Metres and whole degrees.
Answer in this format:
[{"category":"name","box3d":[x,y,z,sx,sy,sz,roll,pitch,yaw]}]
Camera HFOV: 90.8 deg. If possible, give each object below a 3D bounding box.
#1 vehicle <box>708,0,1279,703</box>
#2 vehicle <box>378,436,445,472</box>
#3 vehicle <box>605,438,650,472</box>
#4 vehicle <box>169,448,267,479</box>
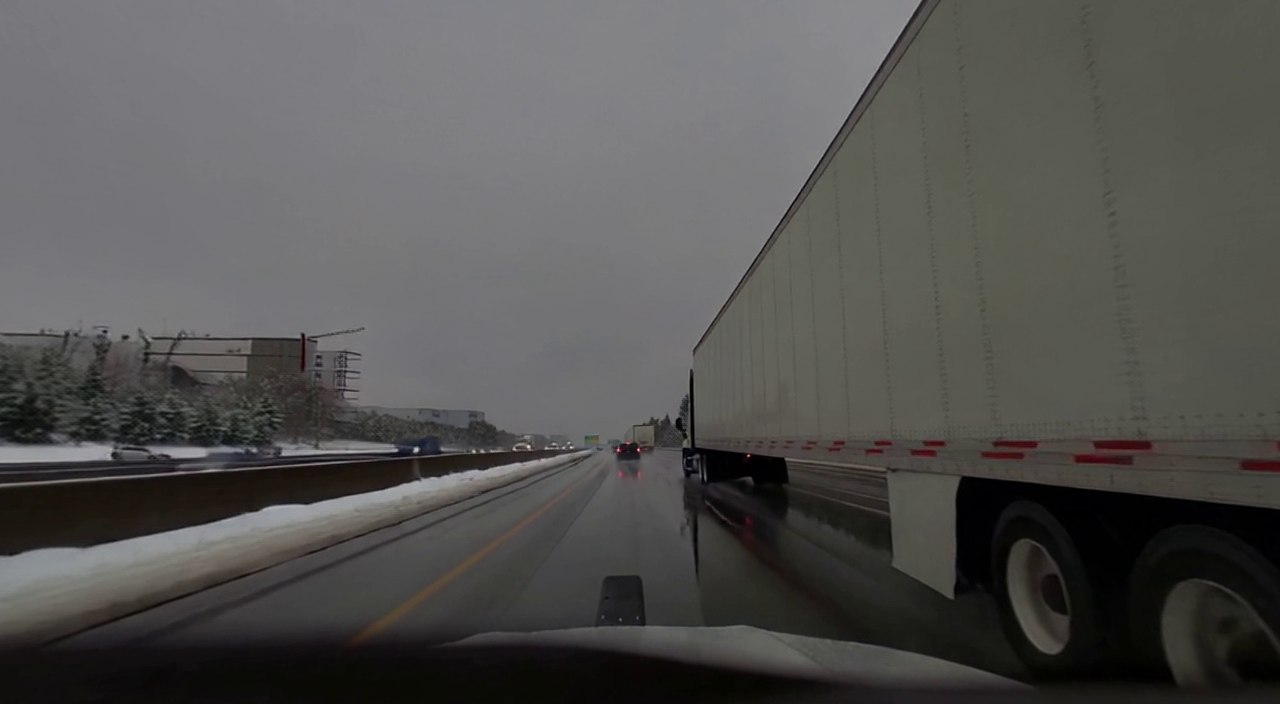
[{"category":"vehicle","box3d":[3.355,0.395,7.998,2.996,4.123,15.965,0,-9,-1]},{"category":"vehicle","box3d":[-14.545,6.526,40.594,2.213,2.161,5.648,0,-9,-1]},{"category":"vehicle","box3d":[-0.669,5.453,33.517,2.191,1.685,4.015,0,-9,-1]},{"category":"vehicle","box3d":[-21.798,5.774,32.899,2.109,1.470,4.501,0,-9,-2]}]
